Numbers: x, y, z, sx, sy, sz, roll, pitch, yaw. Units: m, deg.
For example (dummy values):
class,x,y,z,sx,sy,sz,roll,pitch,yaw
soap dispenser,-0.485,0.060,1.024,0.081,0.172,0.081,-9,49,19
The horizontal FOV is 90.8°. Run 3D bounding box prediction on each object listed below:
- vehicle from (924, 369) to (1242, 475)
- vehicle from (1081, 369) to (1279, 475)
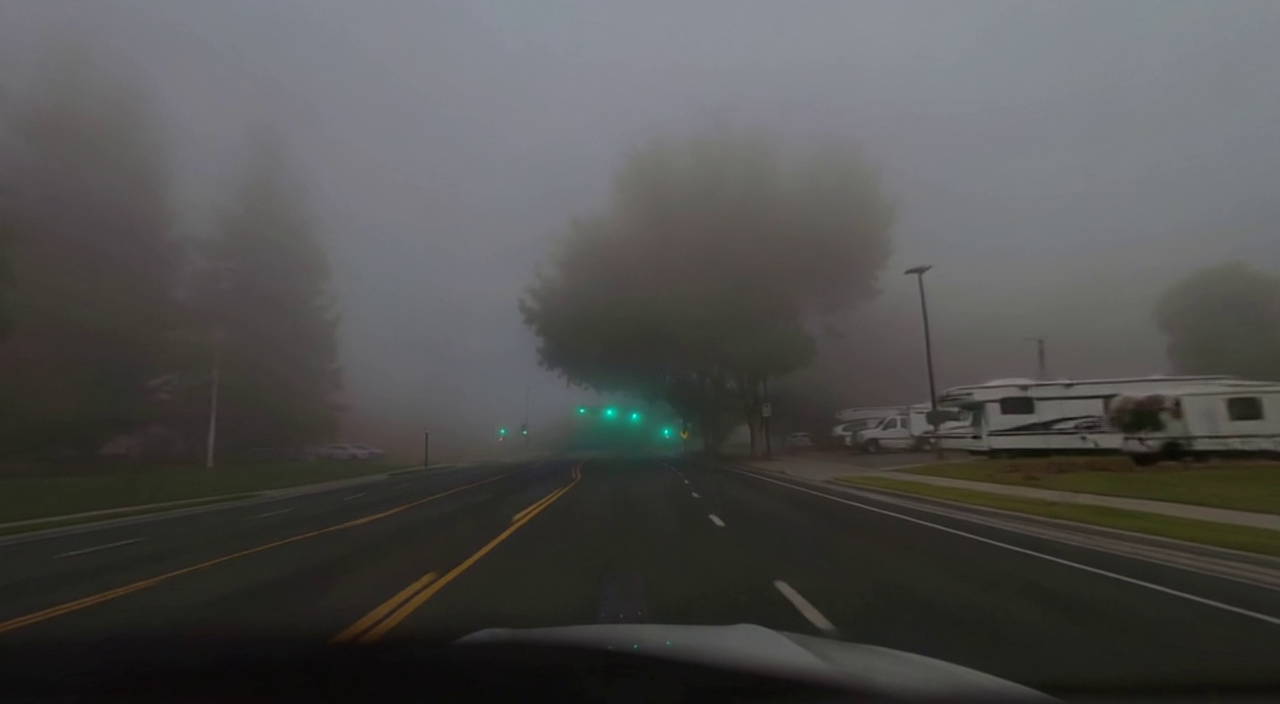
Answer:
class,x,y,z,sx,sy,sz,roll,pitch,yaw
vehicle,15.671,2.533,22.837,9.450,3.499,2.789,0,-8,-3
vehicle,16.104,1.892,16.698,6.894,2.500,2.853,1,-8,-5
